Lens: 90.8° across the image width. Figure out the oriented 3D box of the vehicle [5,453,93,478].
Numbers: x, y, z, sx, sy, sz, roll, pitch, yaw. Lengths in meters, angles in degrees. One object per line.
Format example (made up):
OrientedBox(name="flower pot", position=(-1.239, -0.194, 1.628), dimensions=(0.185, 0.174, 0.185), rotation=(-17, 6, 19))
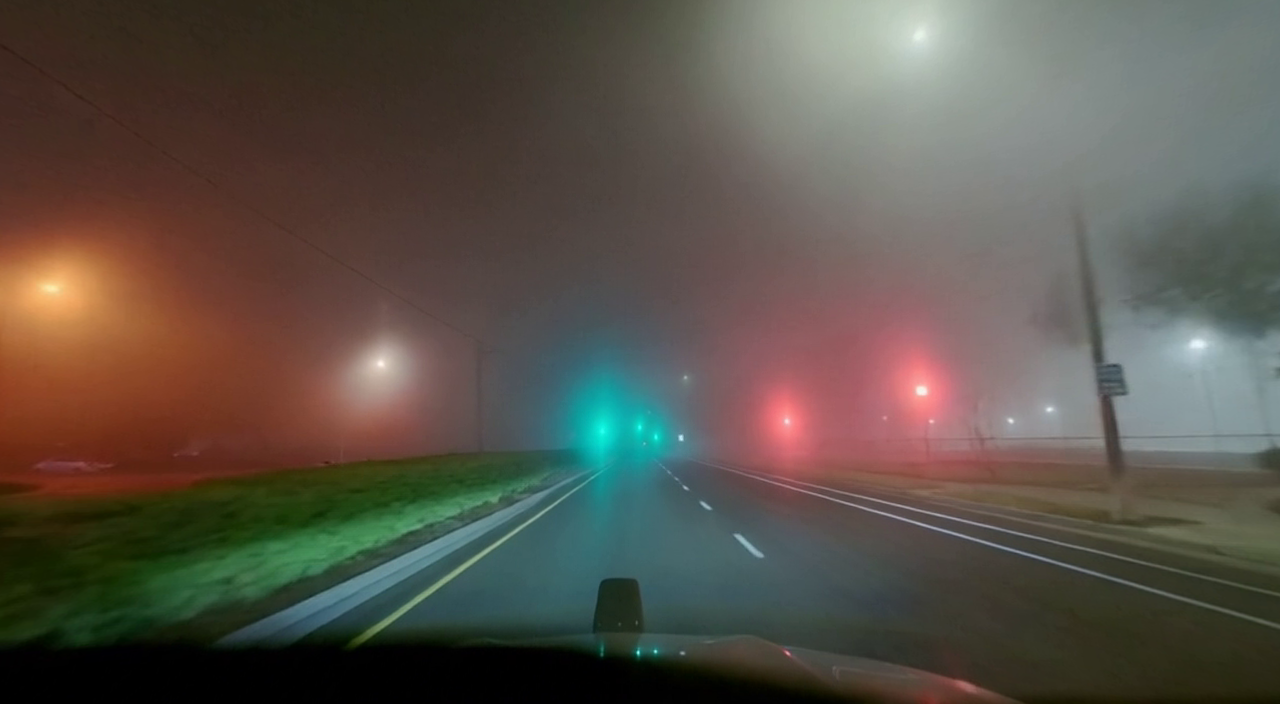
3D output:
OrientedBox(name="vehicle", position=(-42.777, 8.216, 45.786), dimensions=(4.185, 1.671, 1.973), rotation=(0, -9, -6))
